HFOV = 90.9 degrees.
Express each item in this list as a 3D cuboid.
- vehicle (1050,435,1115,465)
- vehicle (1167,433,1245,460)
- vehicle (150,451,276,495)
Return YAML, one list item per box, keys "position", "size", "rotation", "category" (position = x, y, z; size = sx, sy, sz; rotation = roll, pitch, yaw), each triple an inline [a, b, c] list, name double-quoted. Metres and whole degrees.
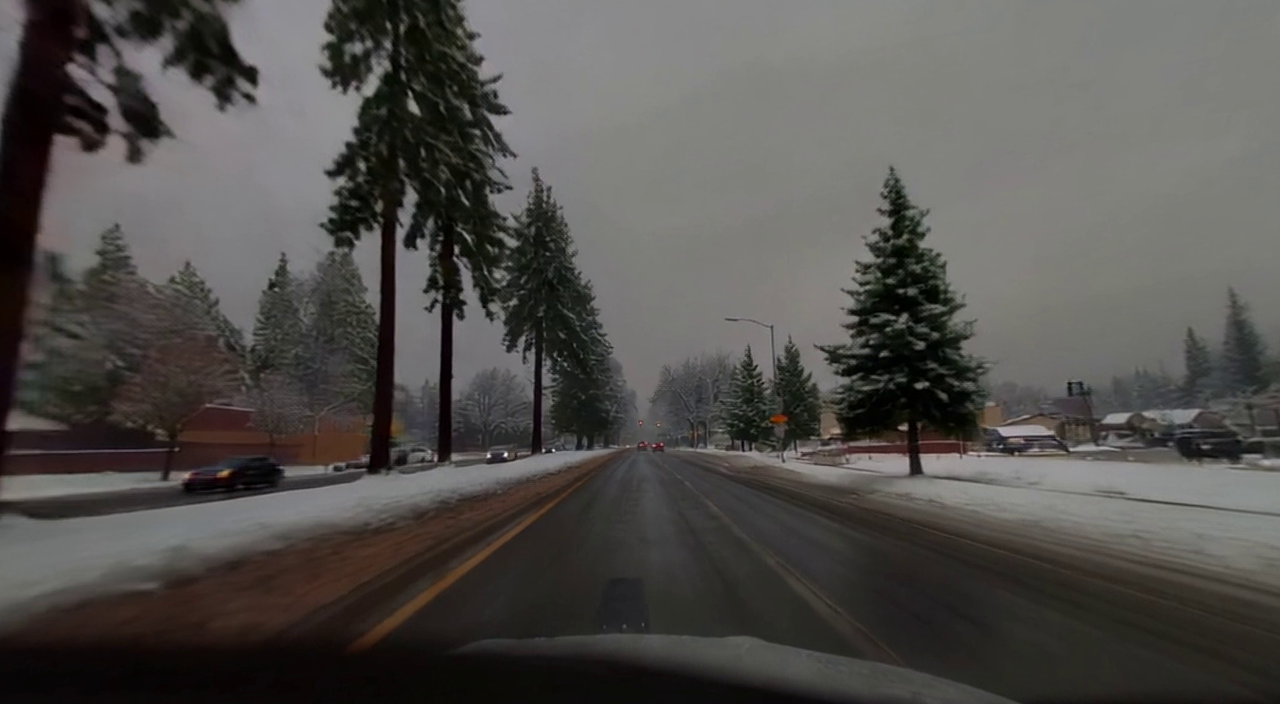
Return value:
- position: [25.645, 5.664, 36.715]
  size: [1.823, 1.466, 4.676]
  rotation: [-7, -8, 20]
  category: "vehicle"
- position: [32.250, 5.422, 36.064]
  size: [1.868, 1.434, 4.425]
  rotation: [-3, -9, 22]
  category: "vehicle"
- position: [-16.736, 4.713, 25.019]
  size: [1.928, 1.531, 4.329]
  rotation: [0, -8, 0]
  category: "vehicle"
